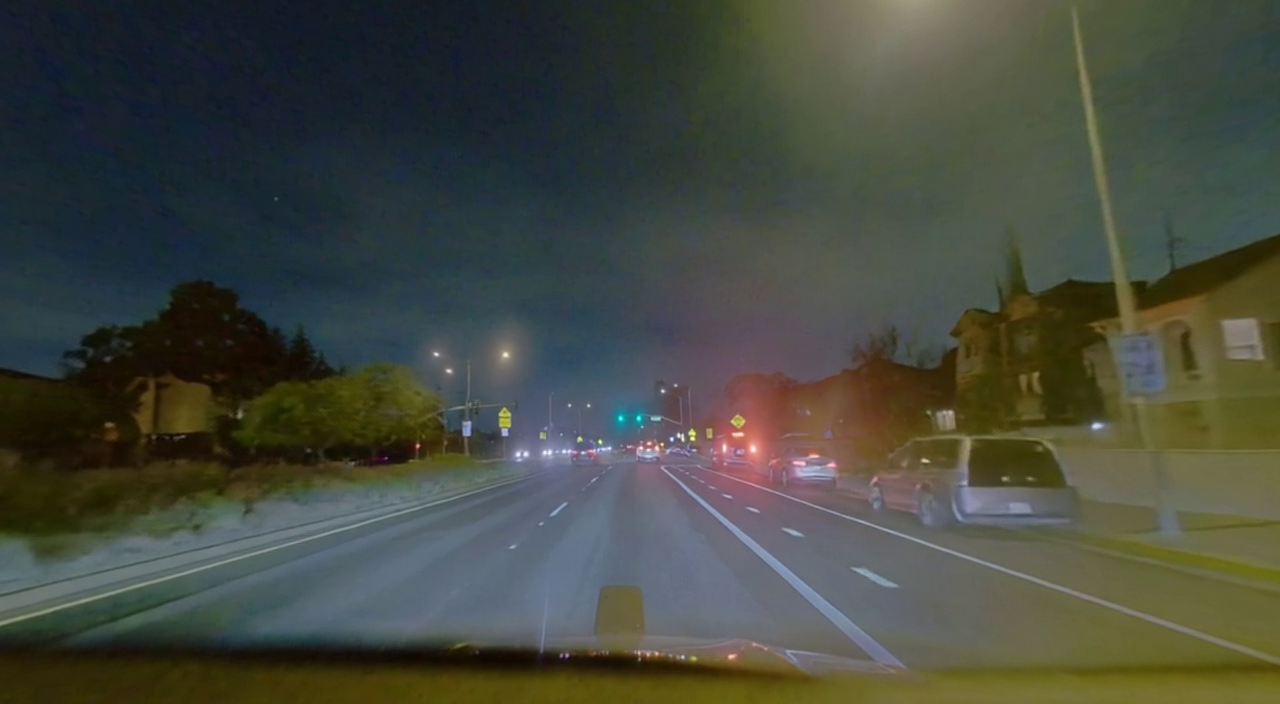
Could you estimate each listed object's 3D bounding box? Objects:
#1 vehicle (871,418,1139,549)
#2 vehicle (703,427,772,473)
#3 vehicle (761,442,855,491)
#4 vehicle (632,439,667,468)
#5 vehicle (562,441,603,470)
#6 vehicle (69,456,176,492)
[{"bbox_3d":[5.803,2.139,10.932,2.020,1.762,4.559,0,-9,2],"label":"vehicle"},{"bbox_3d":[5.455,5.686,36.799,2.763,2.329,7.864,-1,-9,0],"label":"vehicle"},{"bbox_3d":[5.776,3.979,22.311,1.910,1.520,4.375,0,-9,-3],"label":"vehicle"},{"bbox_3d":[0.608,7.072,44.178,2.273,1.851,5.075,0,-9,-1],"label":"vehicle"},{"bbox_3d":[-3.712,6.787,41.460,2.233,1.775,4.491,0,-9,1],"label":"vehicle"},{"bbox_3d":[-25.603,6.026,31.453,1.794,1.595,4.123,0,-9,0],"label":"vehicle"}]
